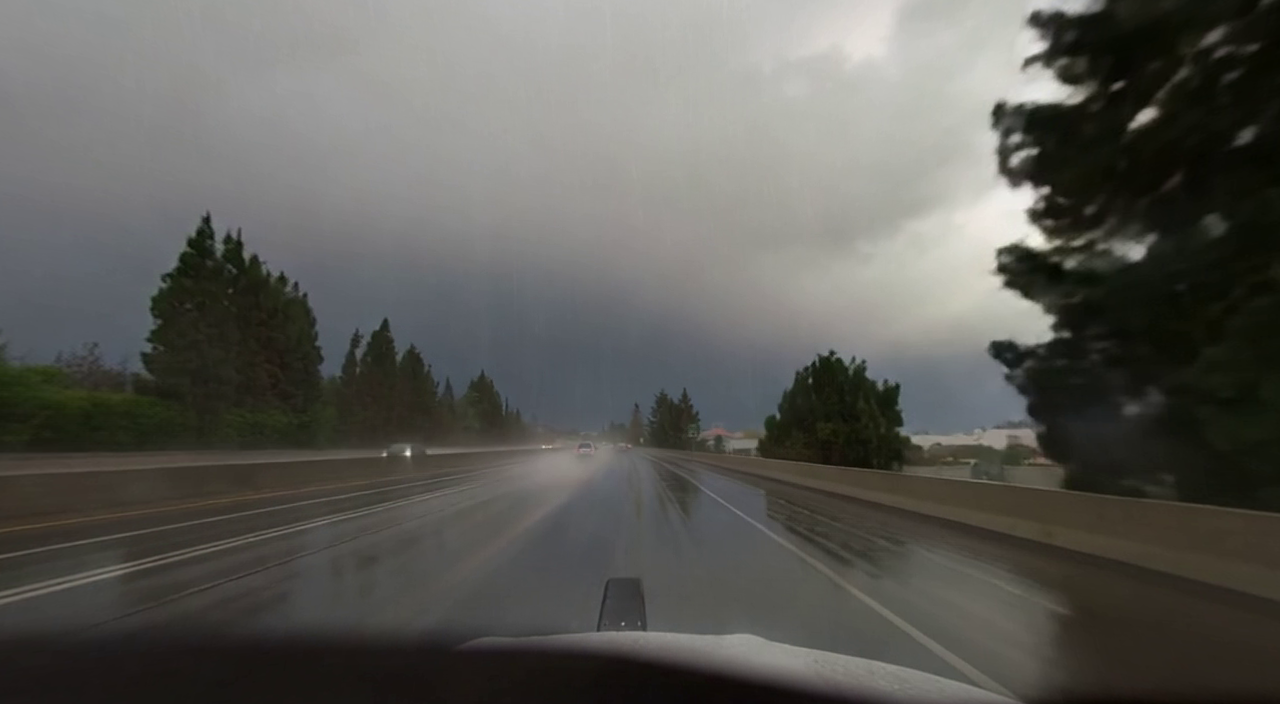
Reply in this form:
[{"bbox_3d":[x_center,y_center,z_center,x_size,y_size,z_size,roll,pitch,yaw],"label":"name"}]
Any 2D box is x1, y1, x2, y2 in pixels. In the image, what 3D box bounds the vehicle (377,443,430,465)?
[{"bbox_3d":[-17.416,7.522,46.680,2.081,1.532,4.784,0,-9,-1],"label":"vehicle"}]
